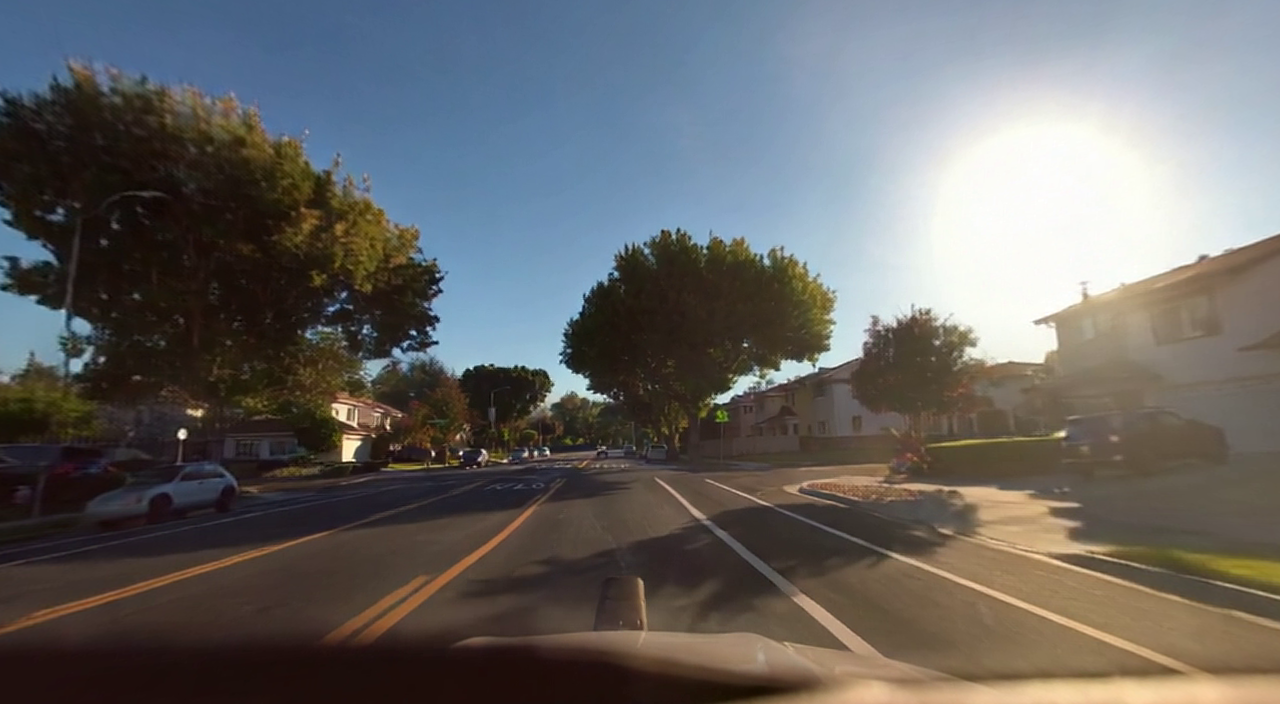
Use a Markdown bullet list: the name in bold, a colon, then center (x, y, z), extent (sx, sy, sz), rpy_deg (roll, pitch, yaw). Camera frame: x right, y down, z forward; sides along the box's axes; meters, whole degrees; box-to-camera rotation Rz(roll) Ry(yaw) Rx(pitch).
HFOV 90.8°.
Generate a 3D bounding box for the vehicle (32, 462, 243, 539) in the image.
- **vehicle**: center (-12.039, 3.524, 15.584), extent (1.870, 1.451, 4.140), rpy_deg (-1, -8, -2)

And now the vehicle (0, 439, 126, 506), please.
- **vehicle**: center (-19.877, 3.852, 19.876), extent (5.560, 1.892, 2.099), rpy_deg (-3, -9, 0)

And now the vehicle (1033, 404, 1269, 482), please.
- **vehicle**: center (11.880, 2.127, 14.823), extent (4.216, 1.634, 1.999), rpy_deg (2, -9, -13)
